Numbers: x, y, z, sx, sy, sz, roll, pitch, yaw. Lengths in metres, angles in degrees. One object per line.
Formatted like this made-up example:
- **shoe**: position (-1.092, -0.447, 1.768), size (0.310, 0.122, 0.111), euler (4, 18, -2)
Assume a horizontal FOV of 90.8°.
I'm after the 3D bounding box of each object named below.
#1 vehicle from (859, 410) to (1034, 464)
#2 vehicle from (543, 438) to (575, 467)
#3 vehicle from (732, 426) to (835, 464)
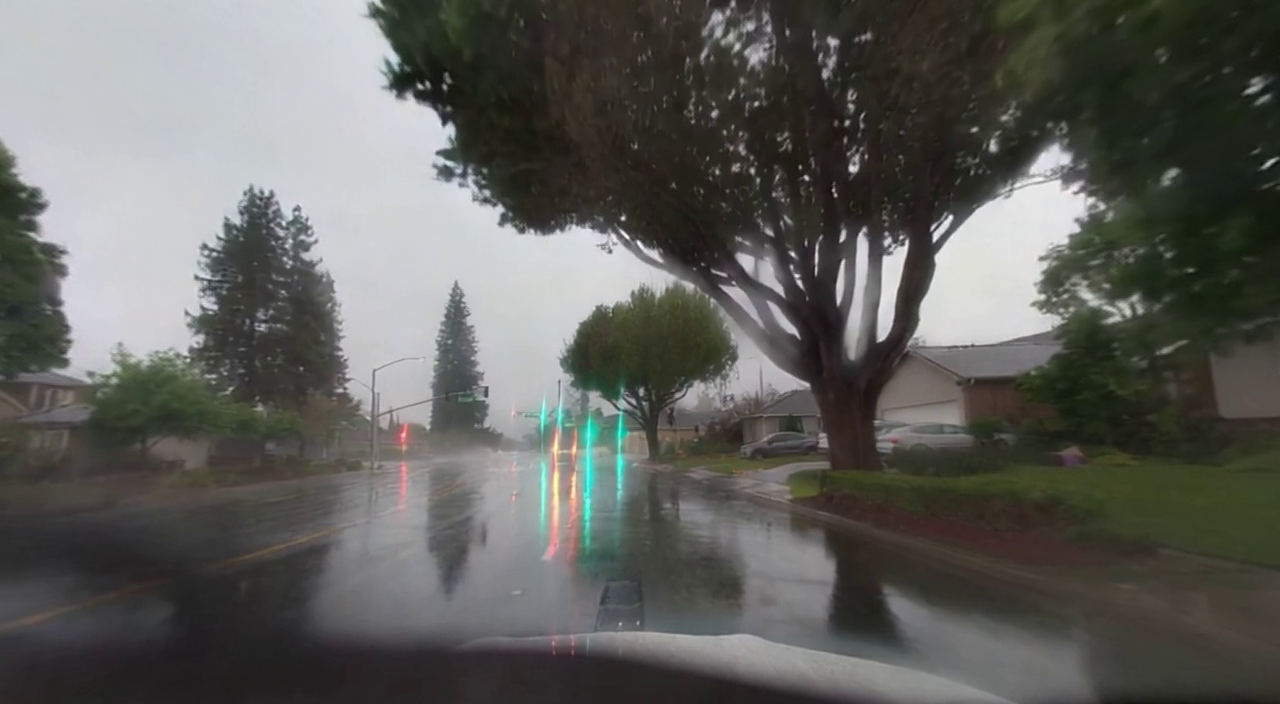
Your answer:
- **vehicle**: position (9.694, 2.739, 20.238), size (4.590, 1.648, 1.876), euler (0, -9, -3)
- **vehicle**: position (-5.537, 6.789, 42.913), size (2.041, 1.834, 4.679), euler (1, -9, -8)
- **vehicle**: position (7.291, 4.760, 32.394), size (4.663, 1.618, 1.962), euler (-2, -8, -7)
